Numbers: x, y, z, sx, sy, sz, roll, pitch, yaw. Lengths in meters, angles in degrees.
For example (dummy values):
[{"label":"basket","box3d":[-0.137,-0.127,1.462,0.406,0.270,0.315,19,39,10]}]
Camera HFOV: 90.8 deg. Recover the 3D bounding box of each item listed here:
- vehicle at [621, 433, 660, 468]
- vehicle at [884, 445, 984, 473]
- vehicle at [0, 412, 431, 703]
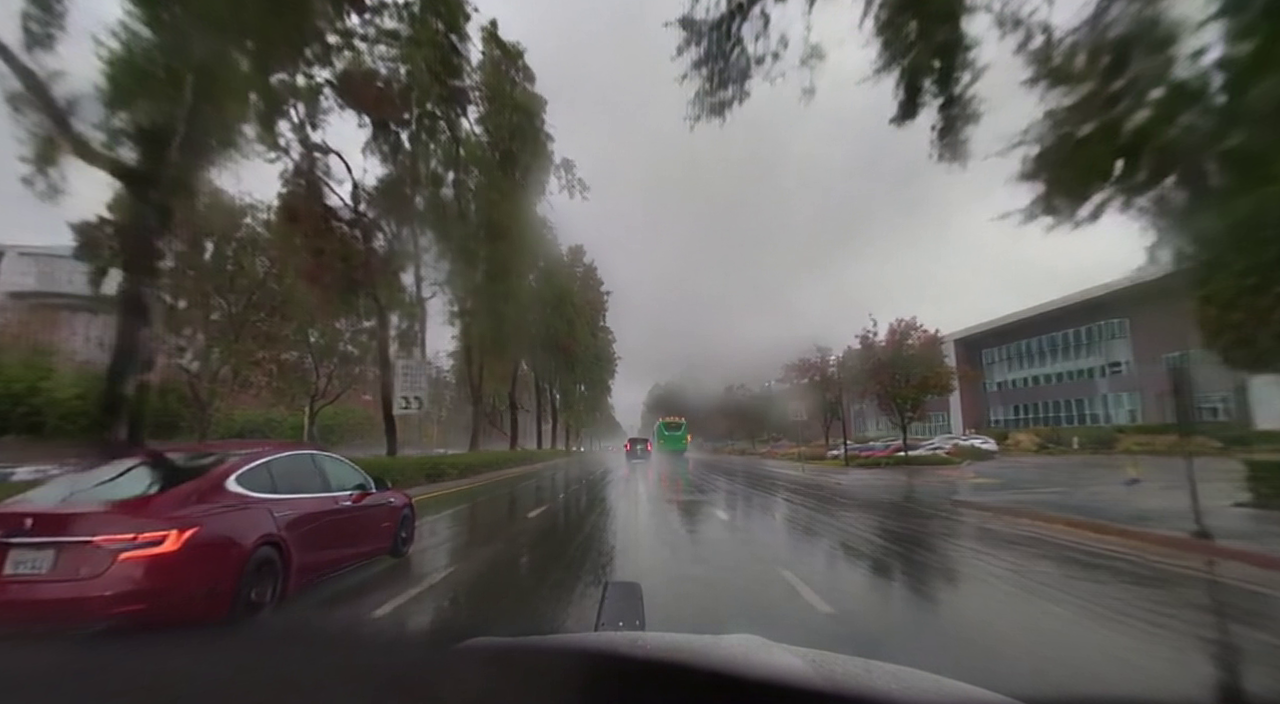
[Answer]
[{"label":"vehicle","box3d":[0.015,6.397,41.187,2.336,2.122,5.207,0,-9,0]},{"label":"vehicle","box3d":[16.557,6.021,35.731,4.682,1.507,1.878,0,-9,0]},{"label":"vehicle","box3d":[-3.606,1.377,5.309,2.120,1.481,4.535,0,-9,0]}]
